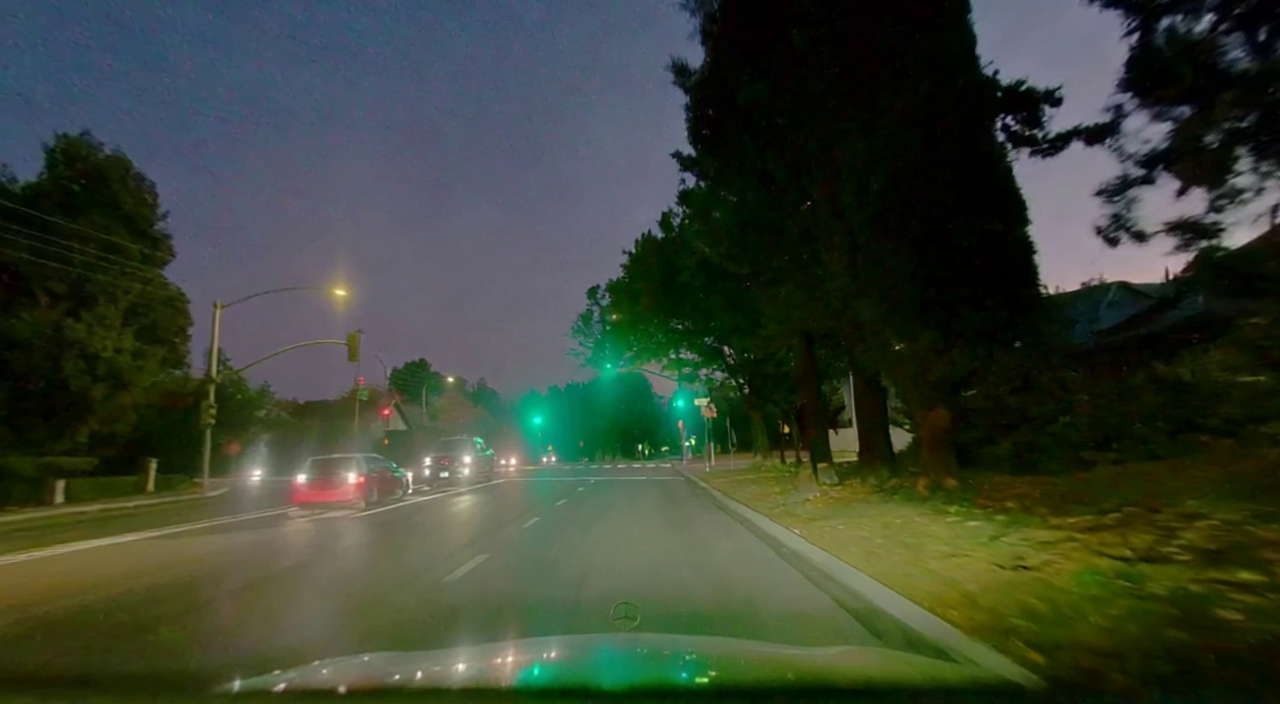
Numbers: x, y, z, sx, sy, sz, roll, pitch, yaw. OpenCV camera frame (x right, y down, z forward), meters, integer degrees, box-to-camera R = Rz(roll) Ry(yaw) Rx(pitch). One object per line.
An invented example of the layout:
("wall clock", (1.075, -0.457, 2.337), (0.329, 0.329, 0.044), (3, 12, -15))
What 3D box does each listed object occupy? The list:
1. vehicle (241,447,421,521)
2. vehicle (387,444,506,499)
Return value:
("vehicle", (-7.192, 3.075, 15.358), (1.968, 1.485, 4.558), (0, -8, 2))
("vehicle", (-7.010, 4.389, 23.919), (2.308, 1.755, 6.571), (0, -8, 2))
